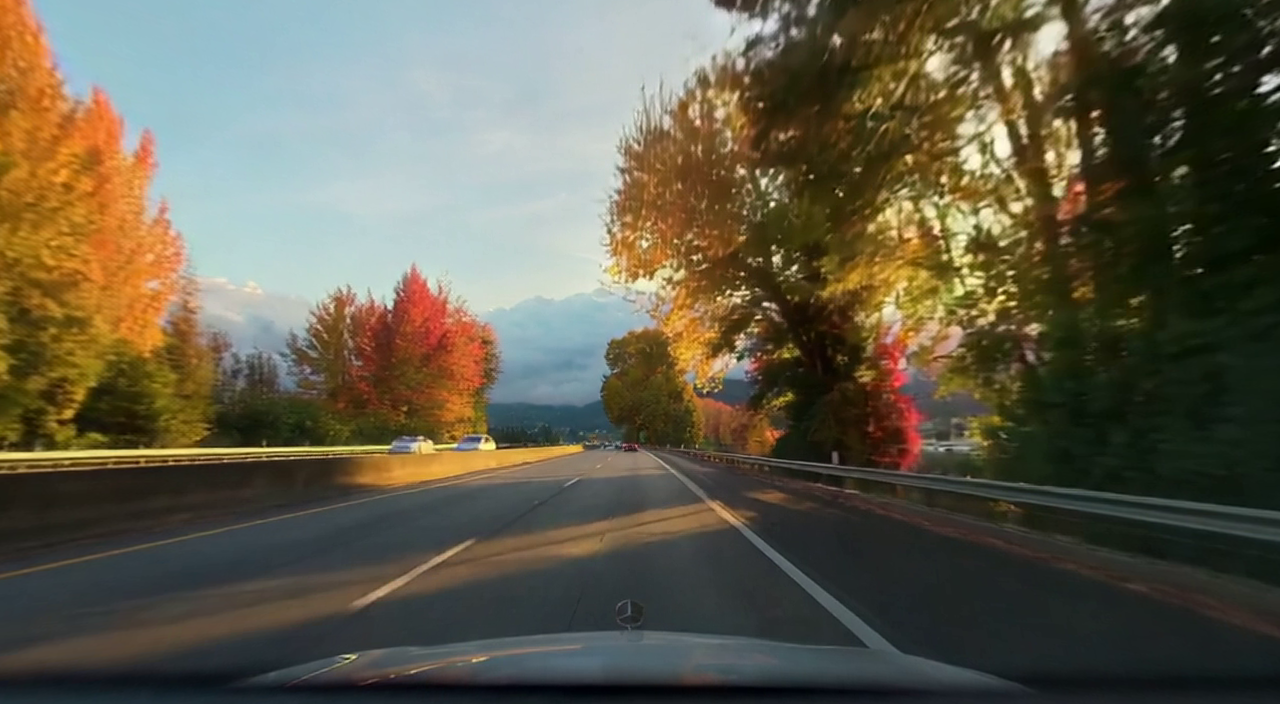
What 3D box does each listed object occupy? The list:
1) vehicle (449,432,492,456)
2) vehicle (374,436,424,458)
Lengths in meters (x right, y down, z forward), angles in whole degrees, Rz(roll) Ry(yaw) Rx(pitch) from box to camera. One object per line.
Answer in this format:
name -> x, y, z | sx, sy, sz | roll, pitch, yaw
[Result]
vehicle -> -12.950, 7.066, 48.371 | 2.040, 1.719, 4.701 | 0, -8, 0
vehicle -> -17.079, 6.752, 44.773 | 1.848, 1.508, 4.253 | 0, -8, 0
